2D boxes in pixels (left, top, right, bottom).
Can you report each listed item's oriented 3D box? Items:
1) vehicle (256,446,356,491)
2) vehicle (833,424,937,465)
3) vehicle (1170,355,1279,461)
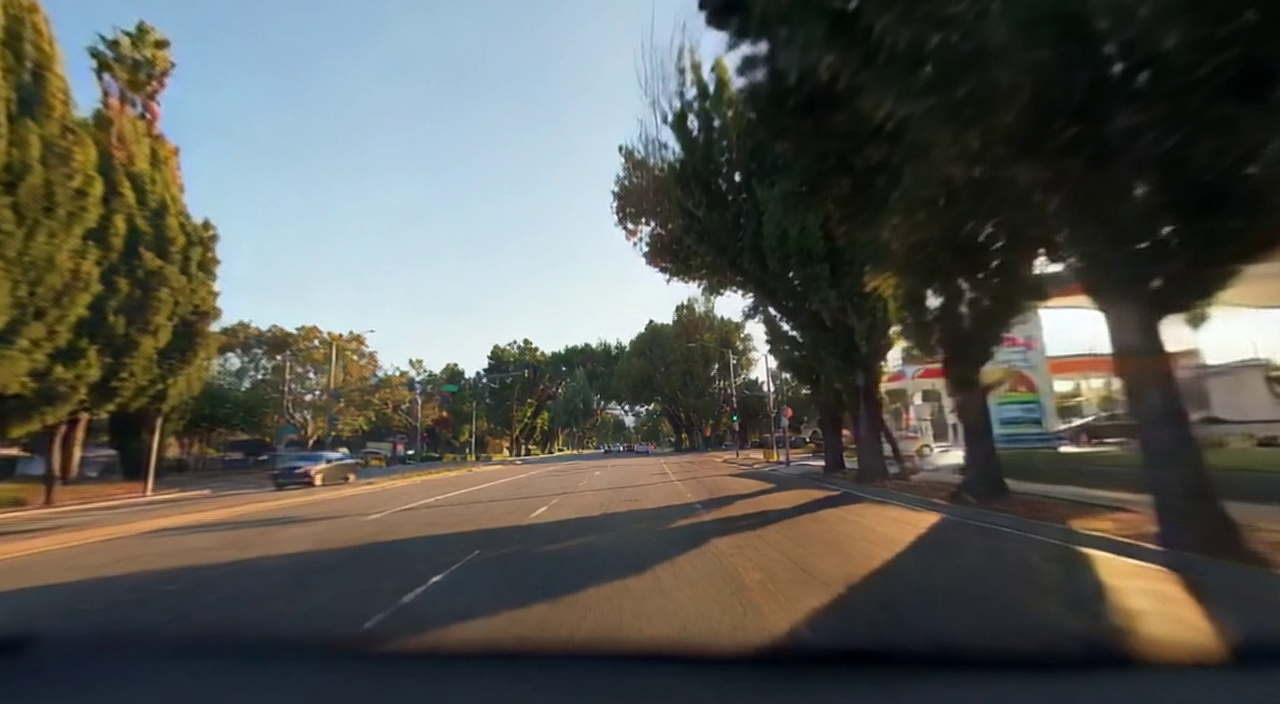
[{"bbox_3d":[-15.437,5.373,29.456,2.028,1.850,4.746,-2,-9,1],"label":"vehicle"},{"bbox_3d":[13.621,5.179,35.279,4.821,1.788,2.132,-5,-8,1],"label":"vehicle"},{"bbox_3d":[24.033,2.028,22.285,7.750,3.426,3.178,0,-9,-5],"label":"vehicle"}]
